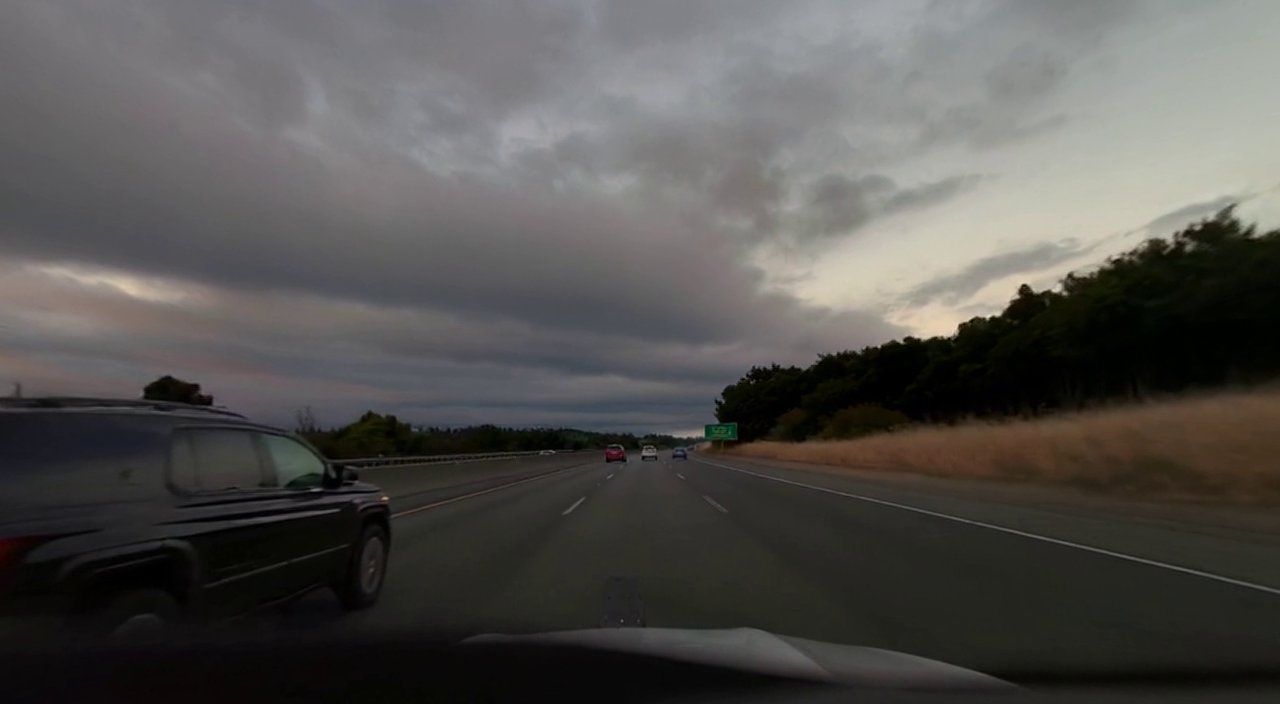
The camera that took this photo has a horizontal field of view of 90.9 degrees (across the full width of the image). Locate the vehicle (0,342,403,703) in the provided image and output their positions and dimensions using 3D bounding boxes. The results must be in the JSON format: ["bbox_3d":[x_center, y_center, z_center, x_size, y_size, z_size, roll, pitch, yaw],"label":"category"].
[{"bbox_3d":[-3.298,1.064,3.785,2.043,1.689,4.314,0,-9,0],"label":"vehicle"}]
